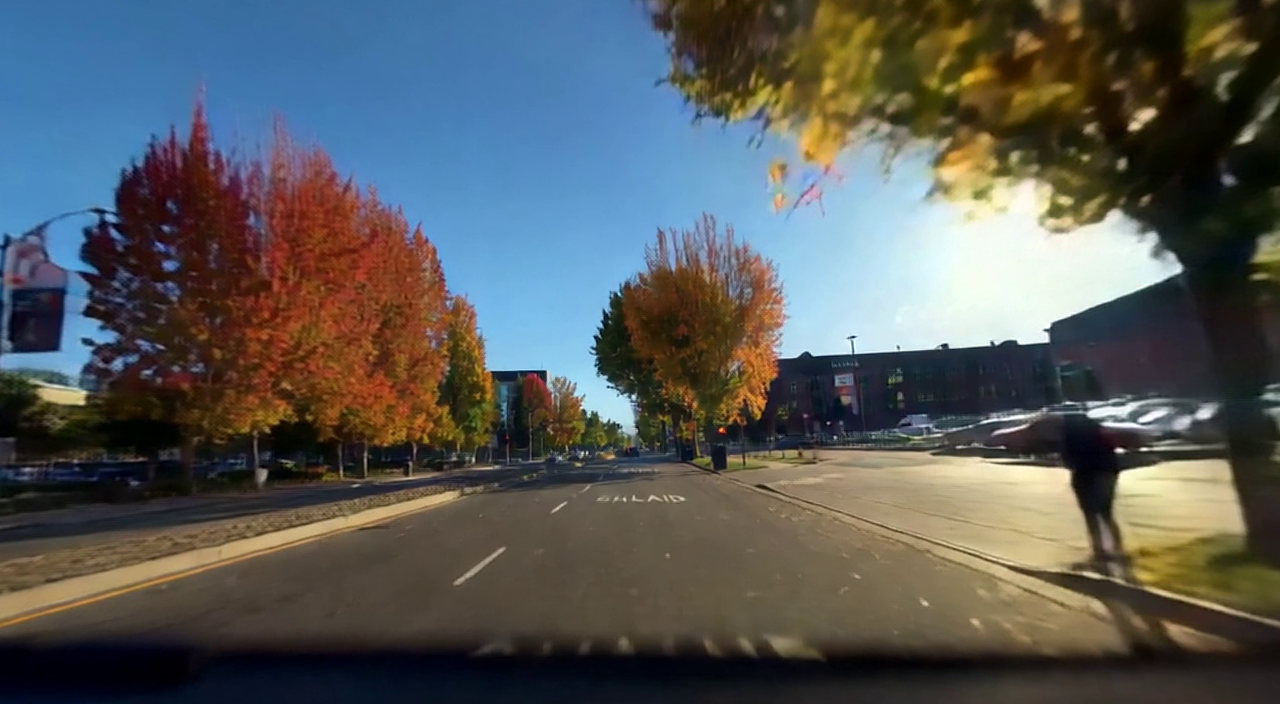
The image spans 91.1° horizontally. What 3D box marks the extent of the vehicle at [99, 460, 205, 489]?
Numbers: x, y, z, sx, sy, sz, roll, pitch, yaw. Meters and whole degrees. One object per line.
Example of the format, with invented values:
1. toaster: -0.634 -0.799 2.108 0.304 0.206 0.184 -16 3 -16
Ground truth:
1. vehicle: -28.386 7.132 36.612 4.552 1.576 2.005 0 -9 2

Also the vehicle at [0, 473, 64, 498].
1. vehicle: -40.781 8.725 41.110 4.138 1.508 1.822 0 -9 -2

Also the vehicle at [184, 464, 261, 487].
1. vehicle: -27.950 8.274 42.070 3.844 1.448 1.746 0 -9 1
